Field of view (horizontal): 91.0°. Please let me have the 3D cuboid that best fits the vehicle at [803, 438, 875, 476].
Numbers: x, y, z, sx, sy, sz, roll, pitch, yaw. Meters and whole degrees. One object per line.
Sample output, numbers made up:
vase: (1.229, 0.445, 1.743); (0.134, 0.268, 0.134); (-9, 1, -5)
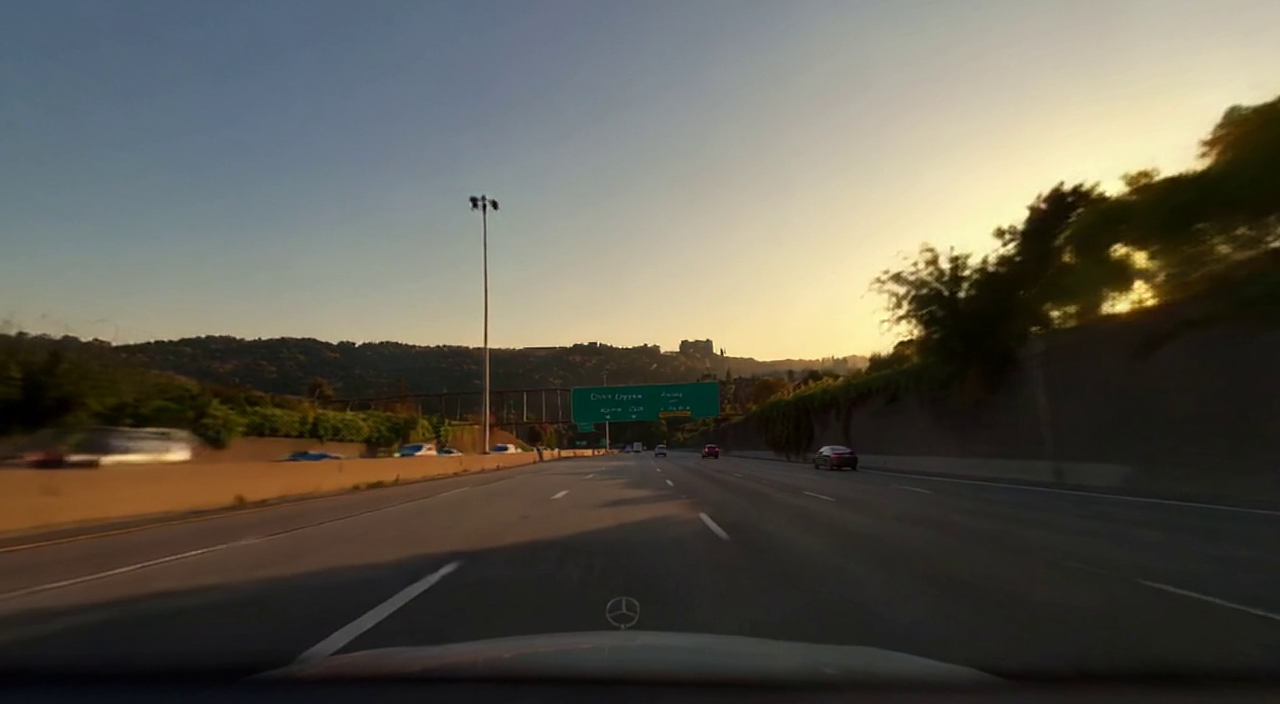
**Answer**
vehicle: (10.100, 5.362, 32.365); (2.167, 1.781, 4.340); (0, -9, -1)
